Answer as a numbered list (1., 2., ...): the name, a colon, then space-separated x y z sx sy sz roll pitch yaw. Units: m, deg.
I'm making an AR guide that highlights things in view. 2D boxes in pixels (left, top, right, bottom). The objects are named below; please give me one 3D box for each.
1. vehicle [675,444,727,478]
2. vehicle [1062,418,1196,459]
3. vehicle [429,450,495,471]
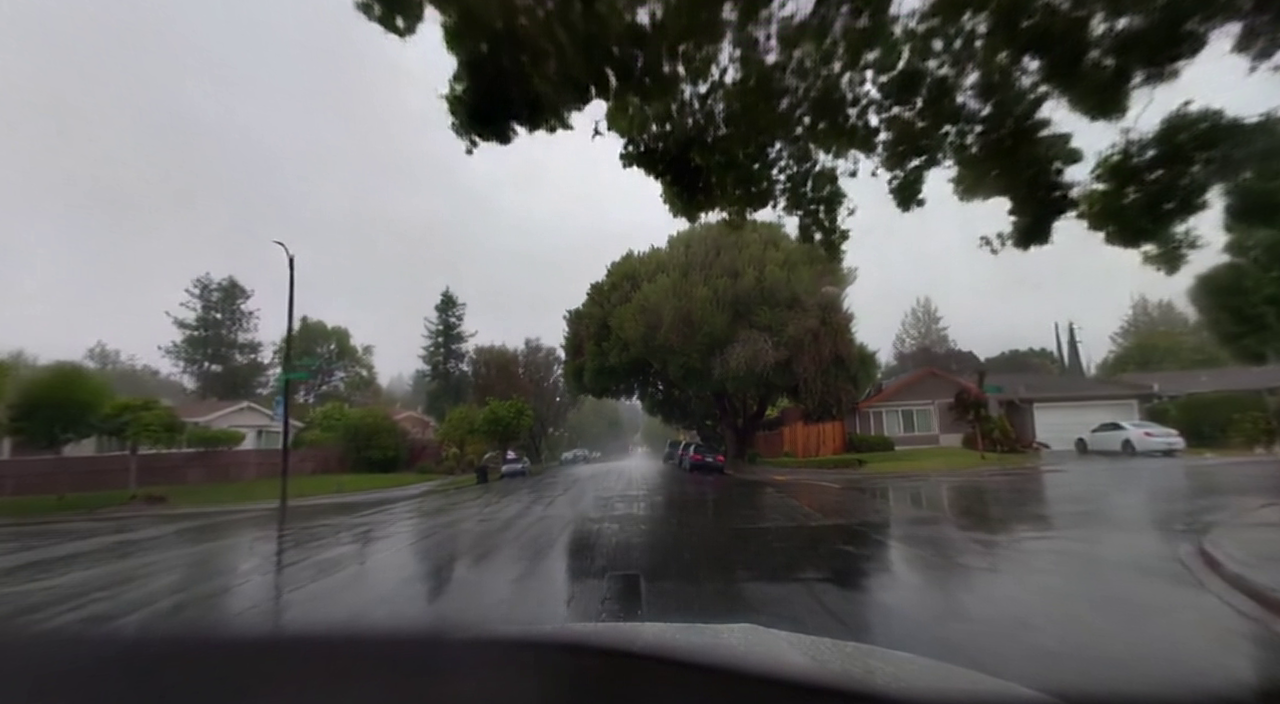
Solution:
1. vehicle: 2.862 5.208 30.438 1.881 1.487 4.183 0 -9 -3
2. vehicle: 19.414 3.499 25.387 1.839 1.466 4.486 0 -8 0
3. vehicle: -13.480 8.226 48.109 4.423 1.522 1.961 0 -9 -1
